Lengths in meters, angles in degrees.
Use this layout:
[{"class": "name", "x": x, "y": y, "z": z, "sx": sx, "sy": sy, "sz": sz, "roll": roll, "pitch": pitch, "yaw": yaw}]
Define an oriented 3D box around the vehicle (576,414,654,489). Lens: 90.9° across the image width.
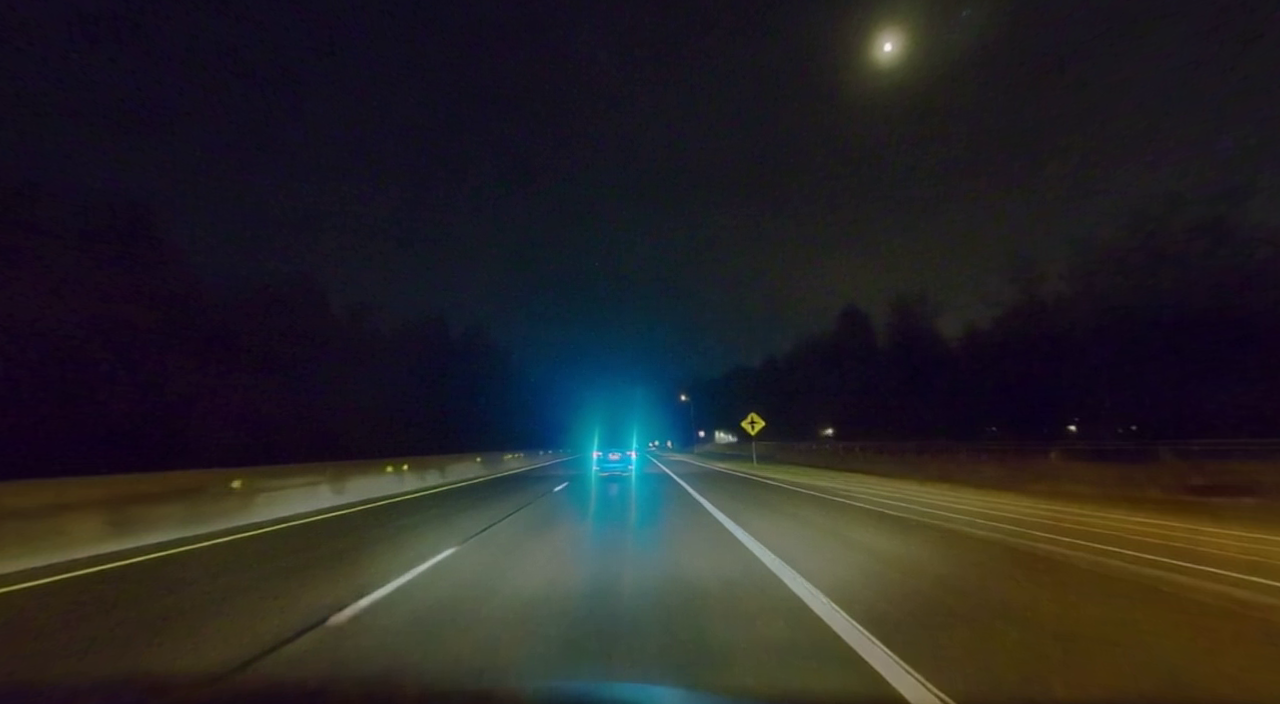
[{"class": "vehicle", "x": -0.768, "y": 3.263, "z": 20.827, "sx": 2.248, "sy": 2.154, "sz": 4.892, "roll": 0, "pitch": -8, "yaw": -1}]
